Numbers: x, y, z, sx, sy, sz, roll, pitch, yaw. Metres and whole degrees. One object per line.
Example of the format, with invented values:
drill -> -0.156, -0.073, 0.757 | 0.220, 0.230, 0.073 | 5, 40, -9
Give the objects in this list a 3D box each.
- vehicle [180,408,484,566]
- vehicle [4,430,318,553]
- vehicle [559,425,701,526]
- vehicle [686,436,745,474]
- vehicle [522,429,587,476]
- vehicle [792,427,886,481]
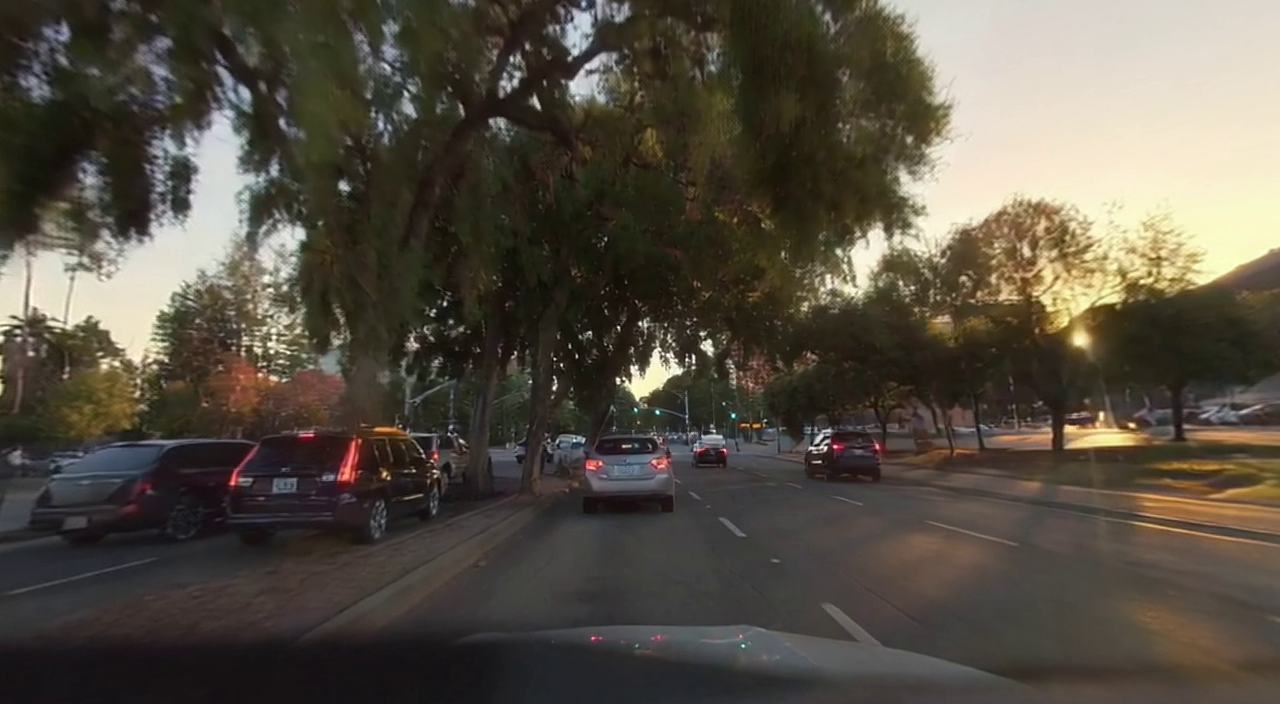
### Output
vehicle -> -3.758, 1.735, 8.830 | 2.009, 1.619, 4.376 | 0, -9, 0
vehicle -> -6.978, 2.033, 9.903 | 1.748, 1.485, 4.090 | 0, -8, -1
vehicle -> -0.193, 2.188, 11.738 | 2.161, 1.501, 4.184 | 0, -8, -1
vehicle -> 3.152, 4.421, 27.333 | 1.905, 1.473, 4.183 | 0, -9, -2
vehicle -> -3.567, 4.286, 27.218 | 2.154, 1.801, 5.015 | 0, -8, -1
vehicle -> 6.810, 3.547, 22.147 | 1.889, 1.681, 4.120 | 0, -9, -1
